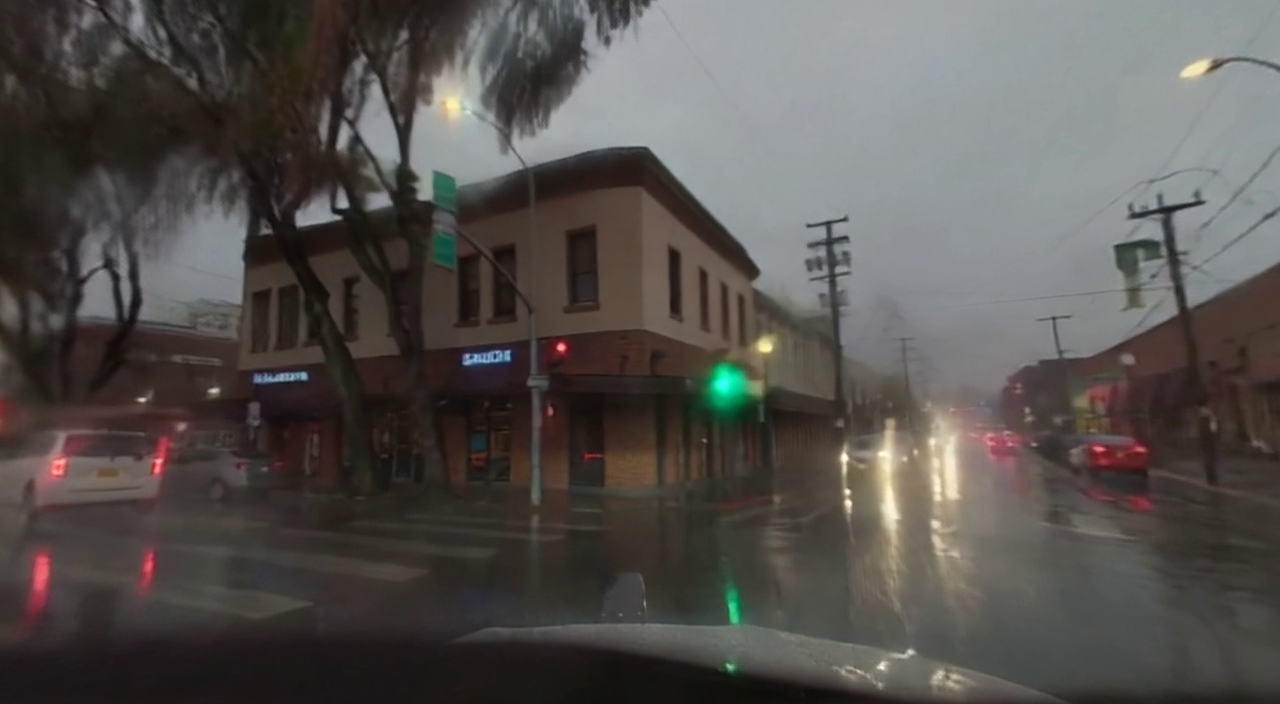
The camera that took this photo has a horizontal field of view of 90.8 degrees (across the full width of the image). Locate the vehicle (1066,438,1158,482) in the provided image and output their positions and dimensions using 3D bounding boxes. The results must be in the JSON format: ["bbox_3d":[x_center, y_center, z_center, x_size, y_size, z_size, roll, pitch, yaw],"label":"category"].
[{"bbox_3d":[17.975,4.104,24.291,2.062,1.526,3.989,-4,-9,26],"label":"vehicle"}]

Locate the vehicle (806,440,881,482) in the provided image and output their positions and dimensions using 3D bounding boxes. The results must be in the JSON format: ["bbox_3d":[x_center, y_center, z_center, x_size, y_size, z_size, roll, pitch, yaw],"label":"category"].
[{"bbox_3d":[8.739,4.575,26.903,2.179,1.596,4.286,-5,-9,29],"label":"vehicle"}]

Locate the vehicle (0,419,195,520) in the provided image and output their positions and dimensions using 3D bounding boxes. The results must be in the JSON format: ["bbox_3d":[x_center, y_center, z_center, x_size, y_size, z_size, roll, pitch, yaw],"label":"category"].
[{"bbox_3d":[-12.508,2.548,14.201,4.611,1.882,2.440,-6,-10,33],"label":"vehicle"}]

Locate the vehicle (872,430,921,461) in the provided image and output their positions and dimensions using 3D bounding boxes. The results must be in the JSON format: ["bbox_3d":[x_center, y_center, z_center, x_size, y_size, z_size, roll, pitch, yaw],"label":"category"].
[{"bbox_3d":[17.958,6.589,44.080,2.510,1.859,5.449,-5,-12,27],"label":"vehicle"}]

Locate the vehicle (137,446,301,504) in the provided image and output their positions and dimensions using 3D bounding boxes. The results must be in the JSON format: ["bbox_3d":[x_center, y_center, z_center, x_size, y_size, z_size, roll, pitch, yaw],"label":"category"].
[{"bbox_3d":[-12.838,3.658,19.242,4.703,1.550,2.059,-5,-9,28],"label":"vehicle"}]
